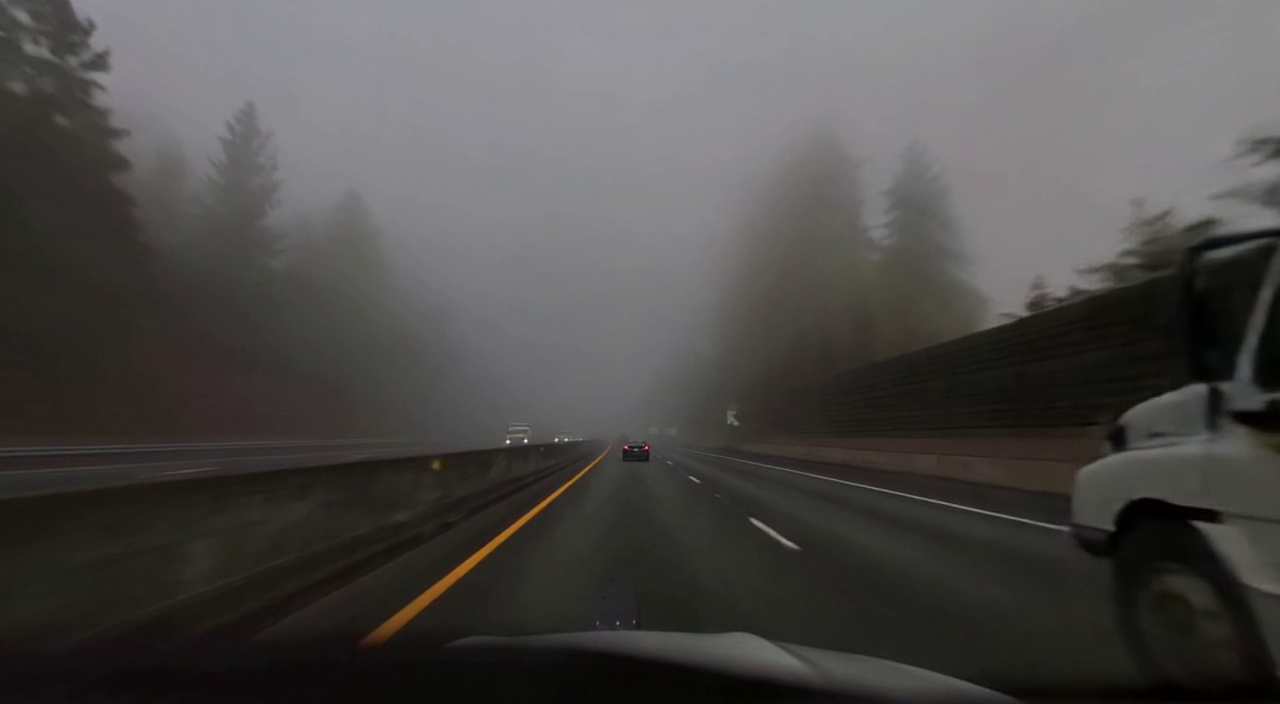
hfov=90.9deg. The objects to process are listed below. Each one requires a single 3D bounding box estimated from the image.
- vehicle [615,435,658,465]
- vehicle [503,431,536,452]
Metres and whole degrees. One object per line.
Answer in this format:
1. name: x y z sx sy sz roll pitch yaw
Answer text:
1. vehicle: -0.204 5.175 33.668 2.119 1.480 4.000 0 -8 -1
2. vehicle: -9.319 6.961 49.020 1.842 1.511 3.979 0 -8 0
